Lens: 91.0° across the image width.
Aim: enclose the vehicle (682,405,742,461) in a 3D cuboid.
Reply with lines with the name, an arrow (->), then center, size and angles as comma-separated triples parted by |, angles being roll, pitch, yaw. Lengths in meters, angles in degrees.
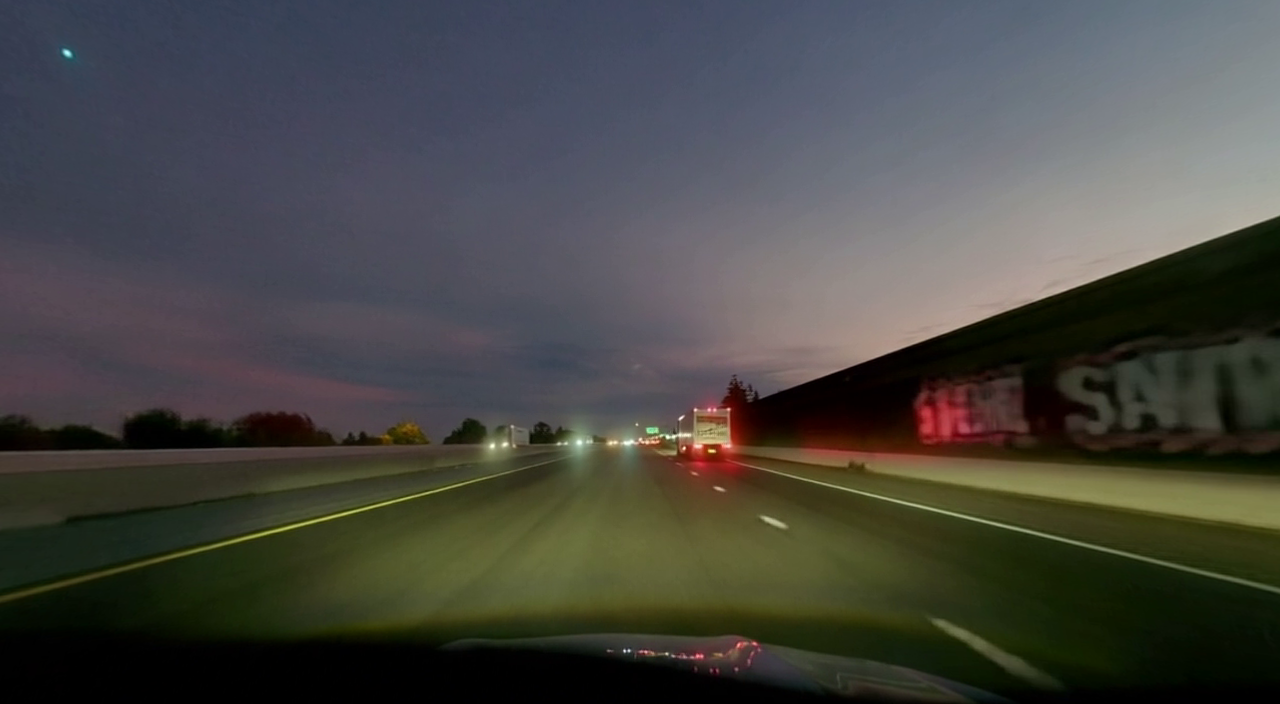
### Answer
vehicle -> 4.835, 5.735, 44.344 | 2.949, 3.470, 10.539 | 0, -8, 0
